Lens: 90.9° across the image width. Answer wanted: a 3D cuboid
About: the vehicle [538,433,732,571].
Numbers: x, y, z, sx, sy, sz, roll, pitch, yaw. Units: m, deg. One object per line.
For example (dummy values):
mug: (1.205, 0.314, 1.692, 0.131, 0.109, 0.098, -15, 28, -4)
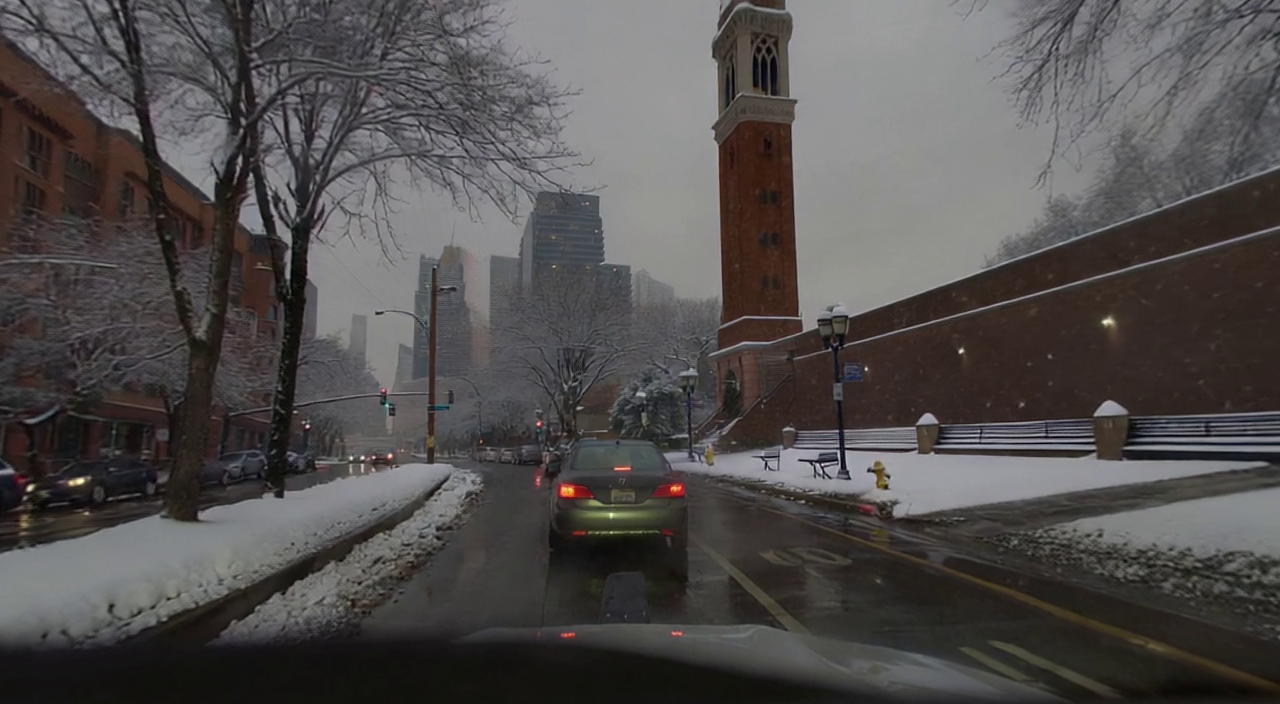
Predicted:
vehicle: (-0.241, 1.945, 9.026, 2.142, 1.475, 4.051, 1, -8, -6)
